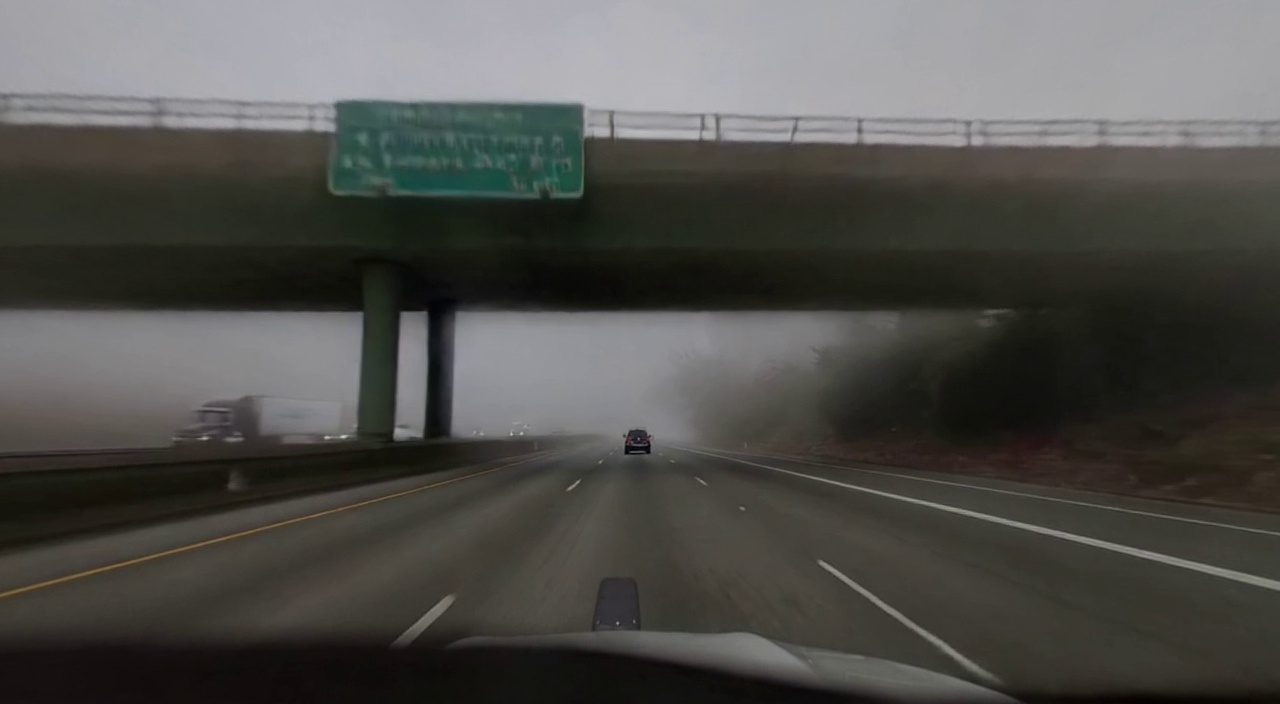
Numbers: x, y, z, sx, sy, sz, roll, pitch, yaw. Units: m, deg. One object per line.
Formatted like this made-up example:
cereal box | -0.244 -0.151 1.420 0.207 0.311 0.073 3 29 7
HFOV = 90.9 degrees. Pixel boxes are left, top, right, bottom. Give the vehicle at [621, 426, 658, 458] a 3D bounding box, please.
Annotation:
vehicle | -0.089 5.768 40.590 2.277 1.913 4.510 0 -8 -1

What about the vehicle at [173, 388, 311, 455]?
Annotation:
vehicle | -26.812 4.899 43.323 2.969 4.034 10.102 0 -8 -1
